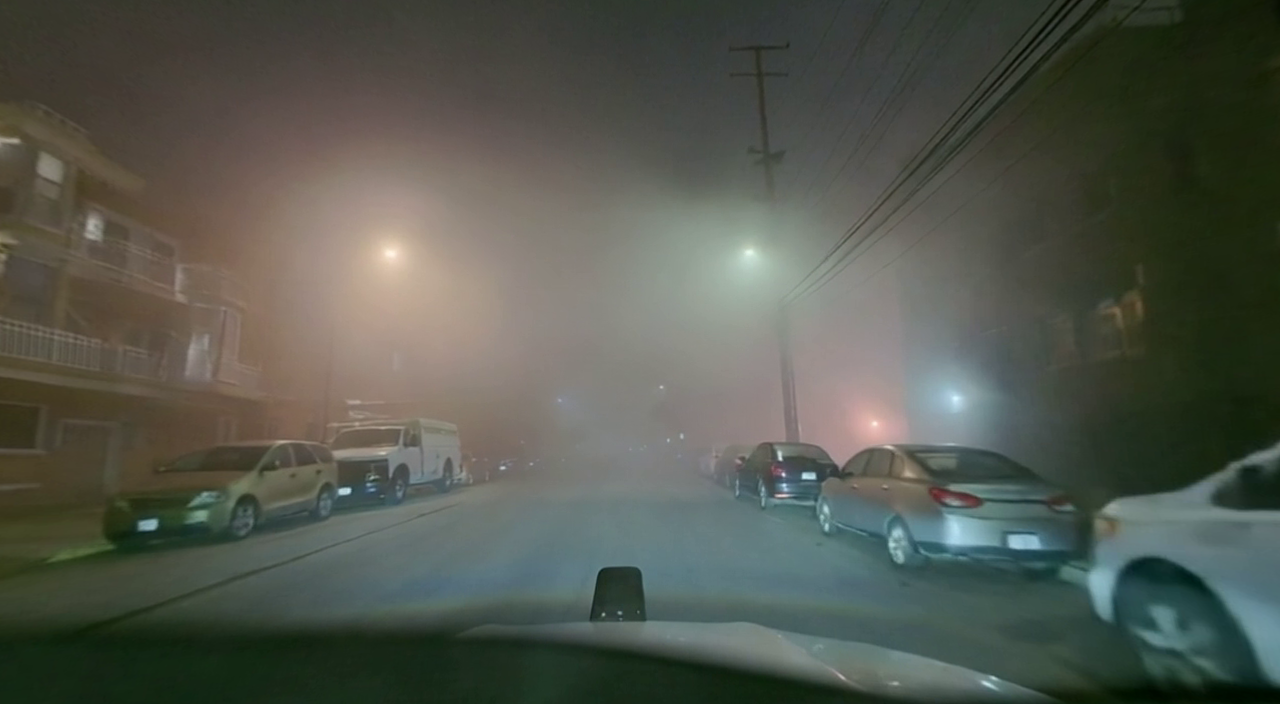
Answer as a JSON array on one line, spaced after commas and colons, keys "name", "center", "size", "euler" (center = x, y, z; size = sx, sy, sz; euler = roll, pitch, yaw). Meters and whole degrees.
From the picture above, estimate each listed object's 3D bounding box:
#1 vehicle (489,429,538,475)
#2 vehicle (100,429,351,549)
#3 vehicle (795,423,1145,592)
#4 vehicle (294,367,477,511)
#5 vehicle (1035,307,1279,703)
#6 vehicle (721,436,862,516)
[{"name": "vehicle", "center": [-7.195, 5.749, 36.411], "size": [1.889, 2.463, 4.142], "euler": [0, -9, 1]}, {"name": "vehicle", "center": [-7.707, 2.550, 12.461], "size": [1.955, 1.804, 4.523], "euler": [-3, -9, -1]}, {"name": "vehicle", "center": [3.677, 1.812, 8.287], "size": [2.028, 1.555, 4.595], "euler": [0, -9, -1]}, {"name": "vehicle", "center": [-7.523, 2.756, 19.909], "size": [2.901, 3.610, 6.707], "euler": [-3, -9, 1]}, {"name": "vehicle", "center": [3.676, 0.613, 1.473], "size": [2.185, 1.888, 4.724], "euler": [0, -9, -4]}, {"name": "vehicle", "center": [3.338, 2.841, 15.072], "size": [2.057, 1.554, 4.905], "euler": [0, -9, -1]}]
